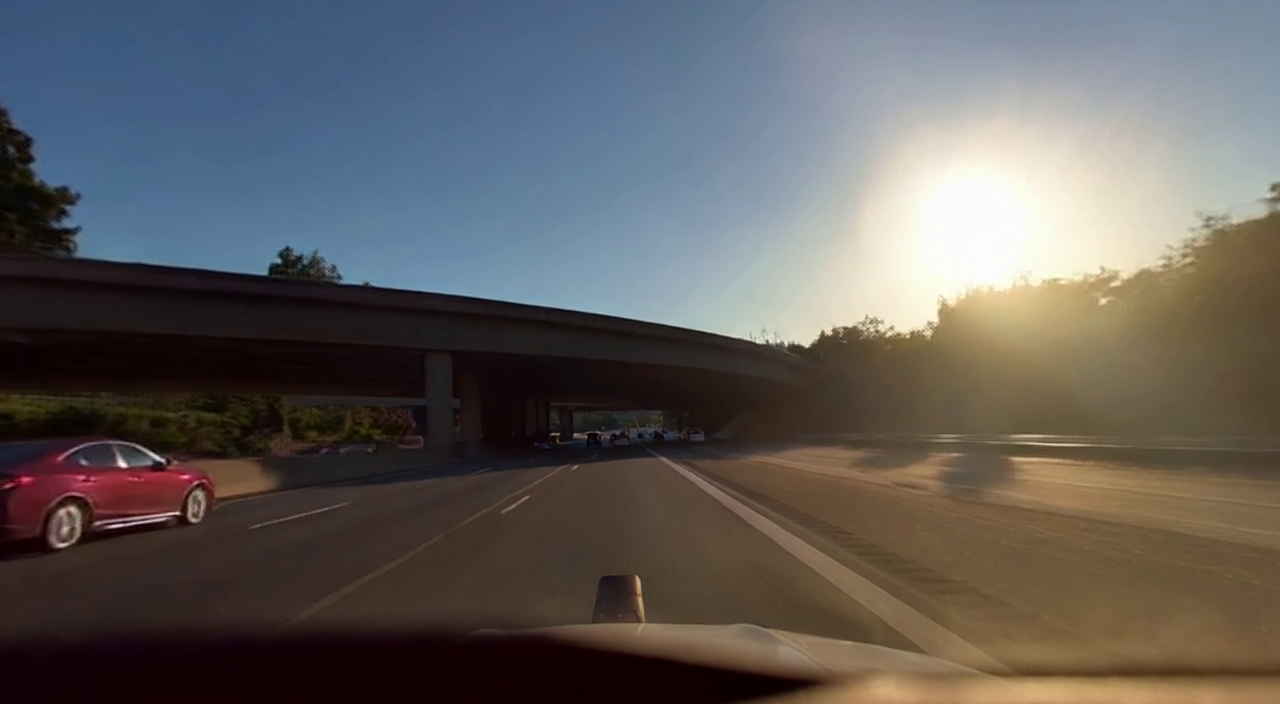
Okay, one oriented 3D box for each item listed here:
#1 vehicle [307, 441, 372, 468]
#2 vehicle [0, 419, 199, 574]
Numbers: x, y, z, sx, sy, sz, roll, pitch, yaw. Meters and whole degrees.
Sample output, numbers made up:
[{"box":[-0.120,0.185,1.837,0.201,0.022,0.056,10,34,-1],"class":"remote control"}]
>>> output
[{"box":[-17.219,5.897,36.287,1.776,1.421,4.169,0,-8,-1],"class":"vehicle"},{"box":[-7.415,1.502,6.755,2.118,1.524,4.422,0,-8,0],"class":"vehicle"}]
